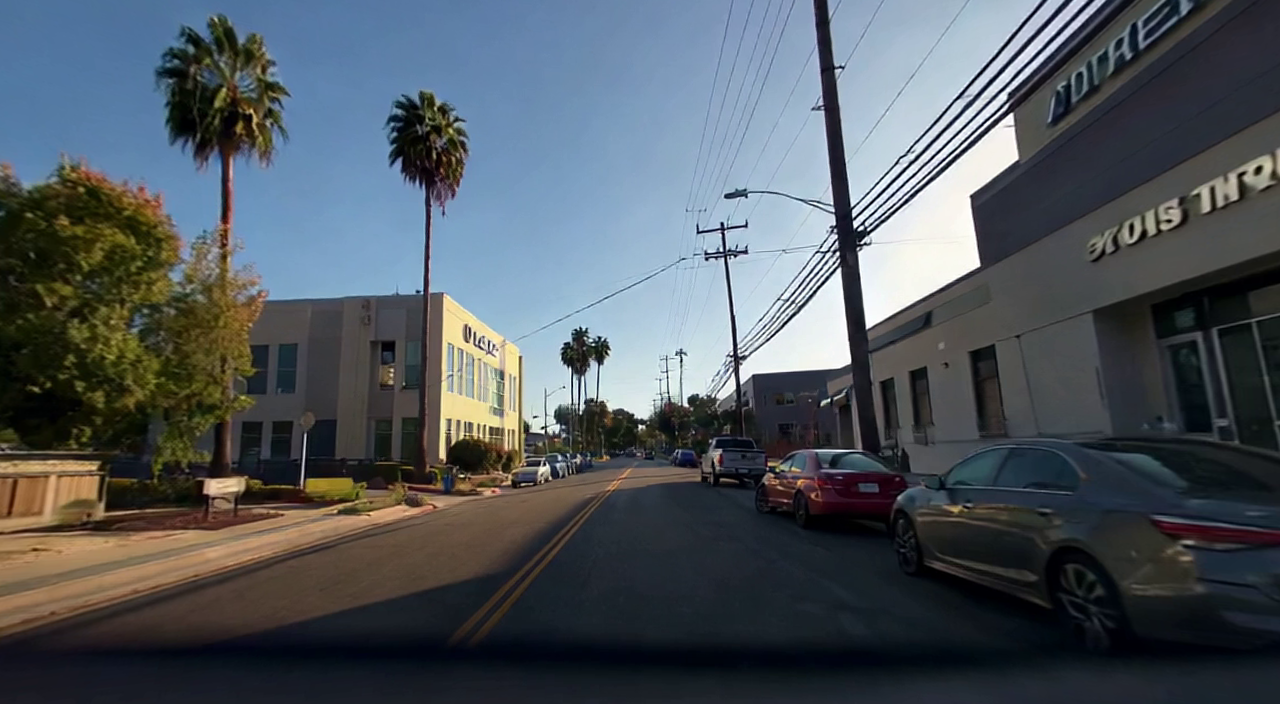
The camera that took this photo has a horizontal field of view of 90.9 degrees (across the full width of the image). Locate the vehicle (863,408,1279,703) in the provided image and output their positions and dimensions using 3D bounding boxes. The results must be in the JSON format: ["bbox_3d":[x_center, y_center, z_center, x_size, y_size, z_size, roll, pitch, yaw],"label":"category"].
[{"bbox_3d":[3.672,1.346,4.921,1.961,1.546,4.857,0,-8,-2],"label":"vehicle"}]

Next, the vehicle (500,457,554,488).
[{"bbox_3d":[-6.001,6.435,34.030,1.982,1.453,4.577,0,-8,1],"label":"vehicle"}]

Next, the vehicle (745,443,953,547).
[{"bbox_3d":[3.530,2.490,11.844,2.060,1.513,4.741,0,-8,-3],"label":"vehicle"}]

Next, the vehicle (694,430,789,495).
[{"bbox_3d":[3.632,4.134,24.021,2.485,2.123,6.029,0,-8,-1],"label":"vehicle"}]
